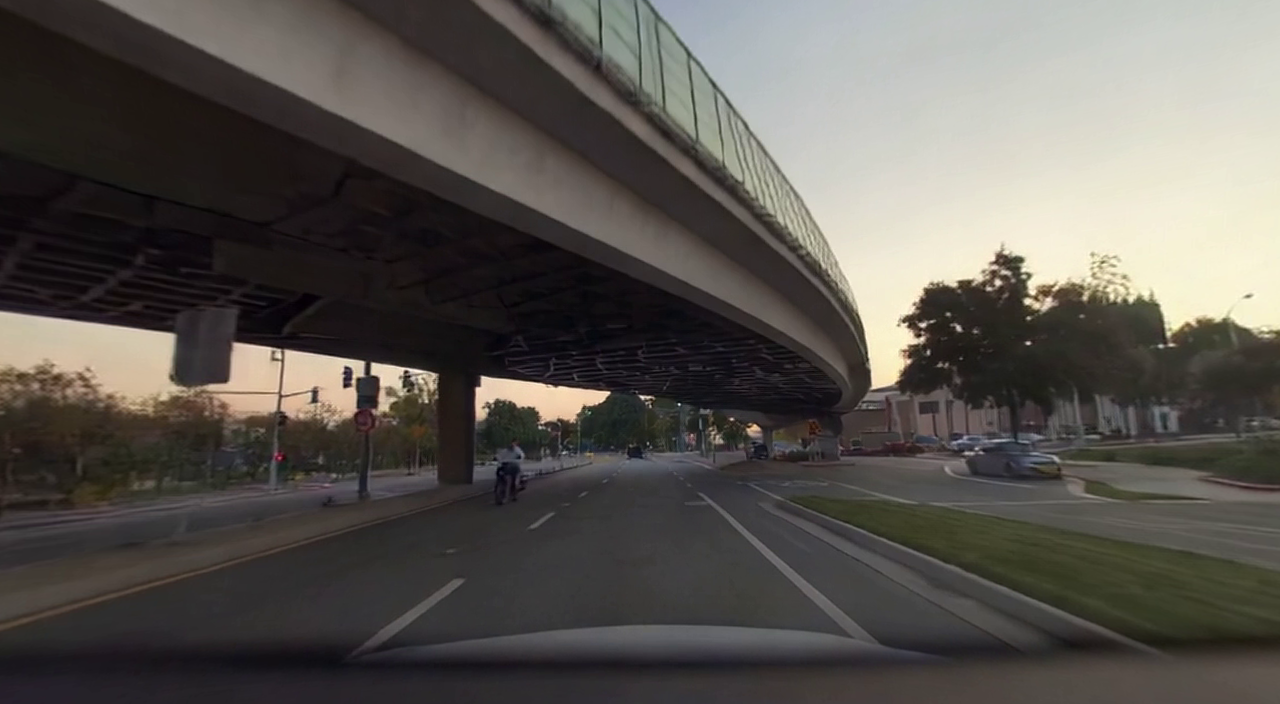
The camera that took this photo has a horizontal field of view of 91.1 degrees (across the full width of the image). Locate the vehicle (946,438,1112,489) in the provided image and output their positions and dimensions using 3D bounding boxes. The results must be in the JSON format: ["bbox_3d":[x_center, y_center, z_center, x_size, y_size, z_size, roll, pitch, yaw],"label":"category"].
[{"bbox_3d":[14.459,4.076,23.629,2.078,1.523,4.760,2,-7,-34],"label":"vehicle"}]
